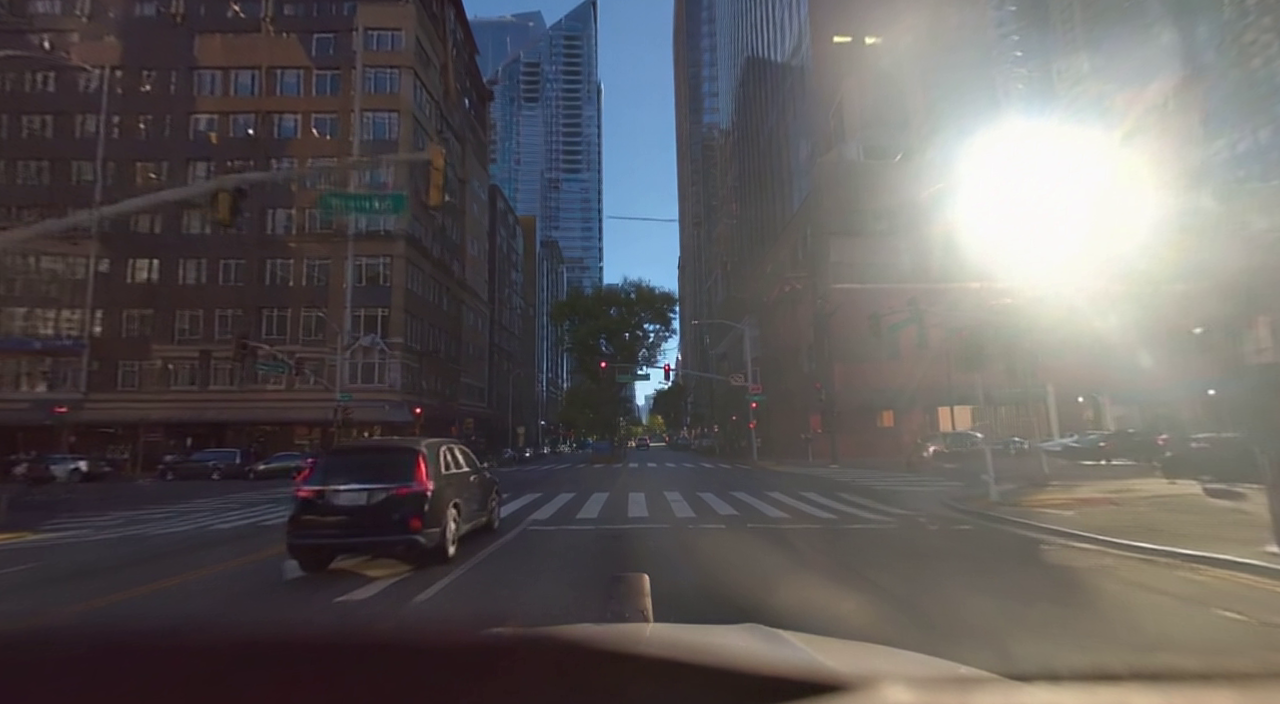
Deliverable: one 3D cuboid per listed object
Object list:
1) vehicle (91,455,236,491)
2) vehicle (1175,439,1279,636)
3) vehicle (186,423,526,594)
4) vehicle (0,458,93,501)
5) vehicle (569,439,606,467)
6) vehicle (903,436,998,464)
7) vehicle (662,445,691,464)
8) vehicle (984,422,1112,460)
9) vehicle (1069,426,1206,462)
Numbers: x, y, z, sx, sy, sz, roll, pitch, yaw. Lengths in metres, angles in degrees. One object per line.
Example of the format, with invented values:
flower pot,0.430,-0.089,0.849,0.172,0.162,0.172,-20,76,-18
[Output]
vehicle,-21.644,5.508,28.788,4.791,1.506,2.244,0,-8,0
vehicle,5.835,1.189,3.335,1.929,1.464,4.494,0,-8,-3
vehicle,-2.939,1.725,7.989,2.014,1.480,4.780,0,-8,1
vehicle,-25.167,5.164,25.300,4.599,1.429,2.031,-4,-7,-1
vehicle,-3.778,7.394,46.166,2.176,1.804,4.740,-3,-9,0
vehicle,17.269,5.468,35.179,4.293,1.495,1.935,0,-8,-1
vehicle,2.786,7.939,49.064,1.919,1.371,3.583,0,-8,-1
vehicle,20.237,4.456,31.430,4.827,1.817,2.190,0,-8,0
vehicle,22.222,4.125,28.281,4.475,1.482,2.026,1,-8,-1
